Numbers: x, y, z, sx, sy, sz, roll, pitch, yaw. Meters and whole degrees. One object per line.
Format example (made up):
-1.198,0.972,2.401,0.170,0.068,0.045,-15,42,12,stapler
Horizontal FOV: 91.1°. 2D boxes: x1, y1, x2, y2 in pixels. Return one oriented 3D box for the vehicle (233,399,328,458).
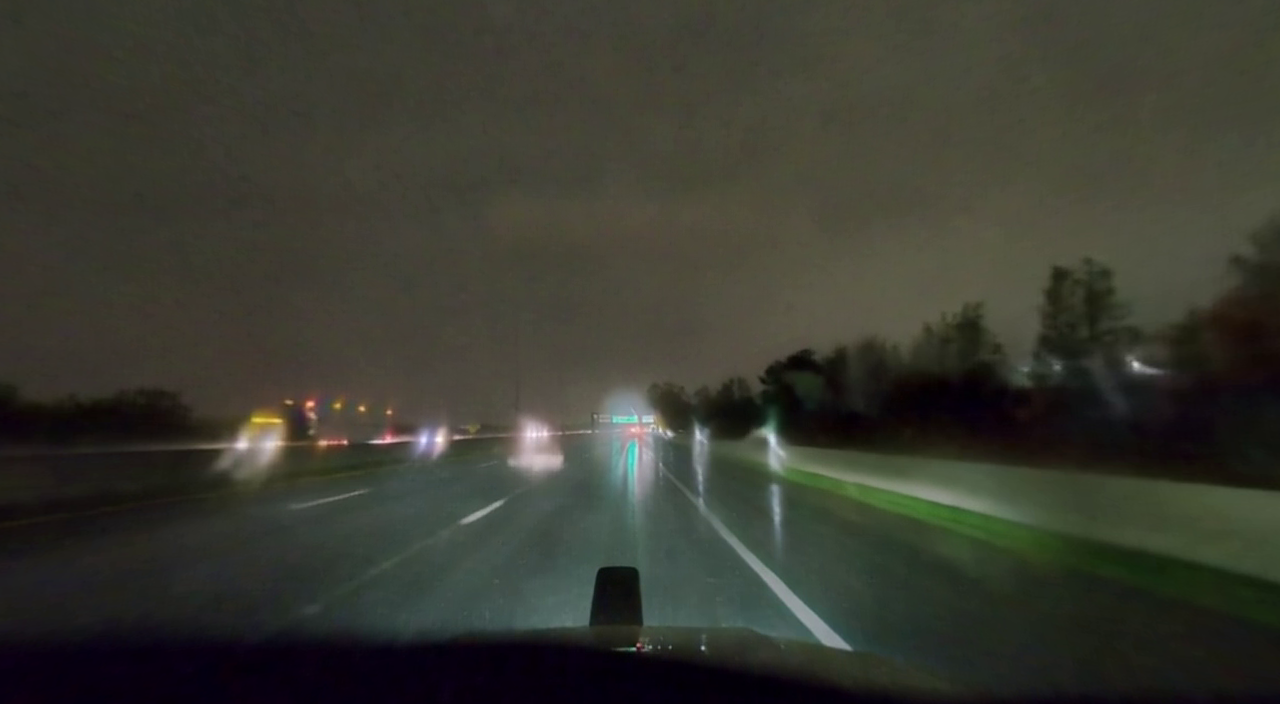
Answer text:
-24.523,5.286,43.324,2.795,3.751,6.450,1,-7,-2,vehicle
